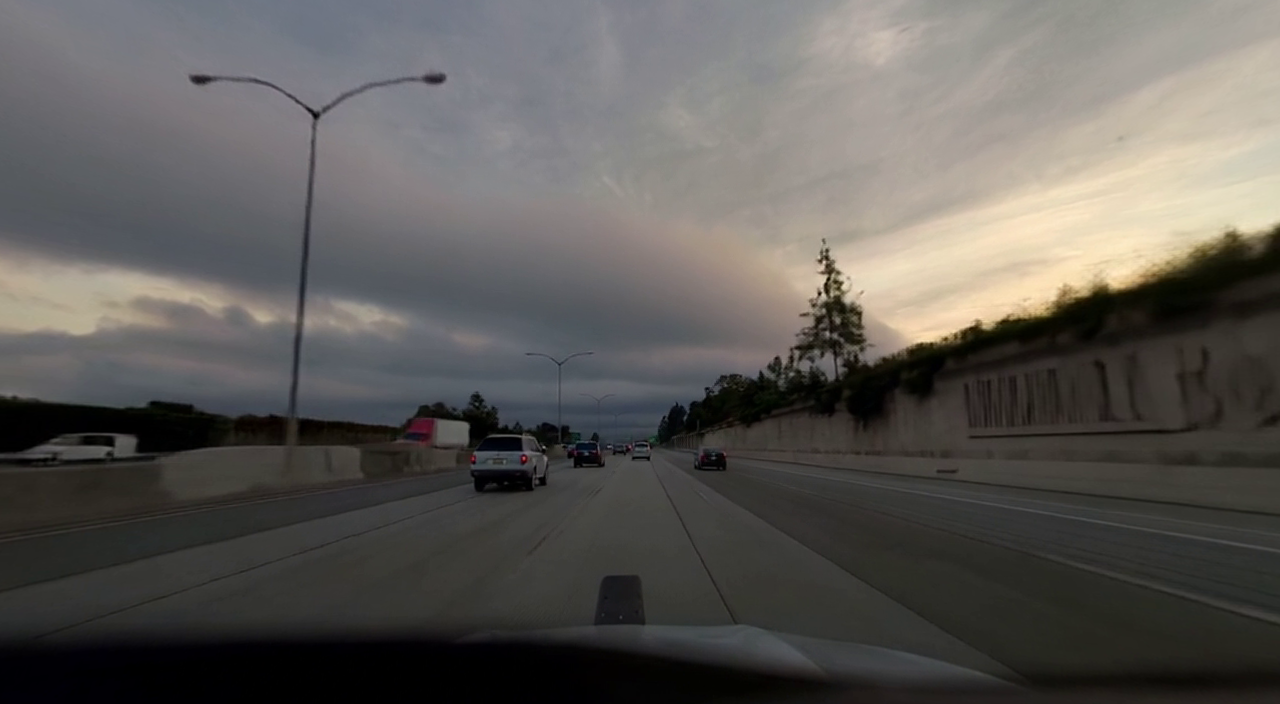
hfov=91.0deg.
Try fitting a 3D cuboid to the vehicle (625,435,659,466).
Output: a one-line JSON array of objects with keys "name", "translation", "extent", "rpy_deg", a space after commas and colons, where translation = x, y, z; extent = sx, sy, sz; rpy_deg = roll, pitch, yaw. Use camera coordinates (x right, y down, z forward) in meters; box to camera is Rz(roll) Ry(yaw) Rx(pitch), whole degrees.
[{"name": "vehicle", "translation": [0.125, 7.638, 48.961], "extent": [2.485, 2.215, 5.199], "rpy_deg": [0, -9, 0]}]

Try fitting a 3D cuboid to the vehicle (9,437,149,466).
[{"name": "vehicle", "translation": [-40.953, 7.287, 46.115], "extent": [7.369, 1.939, 3.201], "rpy_deg": [0, -9, 3]}]

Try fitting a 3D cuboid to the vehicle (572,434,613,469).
[{"name": "vehicle", "translation": [-3.146, 6.712, 42.666], "extent": [2.378, 2.214, 4.352], "rpy_deg": [0, -9, 0]}]

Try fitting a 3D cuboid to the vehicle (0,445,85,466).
[{"name": "vehicle", "translation": [-38.670, 6.641, 40.433], "extent": [4.193, 1.265, 1.917], "rpy_deg": [0, -9, 1]}]

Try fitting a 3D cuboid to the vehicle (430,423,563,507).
[{"name": "vehicle", "translation": [-3.491, 2.907, 16.628], "extent": [2.184, 1.819, 5.441], "rpy_deg": [0, -9, 1]}]

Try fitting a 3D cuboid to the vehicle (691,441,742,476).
[{"name": "vehicle", "translation": [4.117, 5.821, 34.689], "extent": [2.224, 1.752, 4.487], "rpy_deg": [1, -9, -1]}]
